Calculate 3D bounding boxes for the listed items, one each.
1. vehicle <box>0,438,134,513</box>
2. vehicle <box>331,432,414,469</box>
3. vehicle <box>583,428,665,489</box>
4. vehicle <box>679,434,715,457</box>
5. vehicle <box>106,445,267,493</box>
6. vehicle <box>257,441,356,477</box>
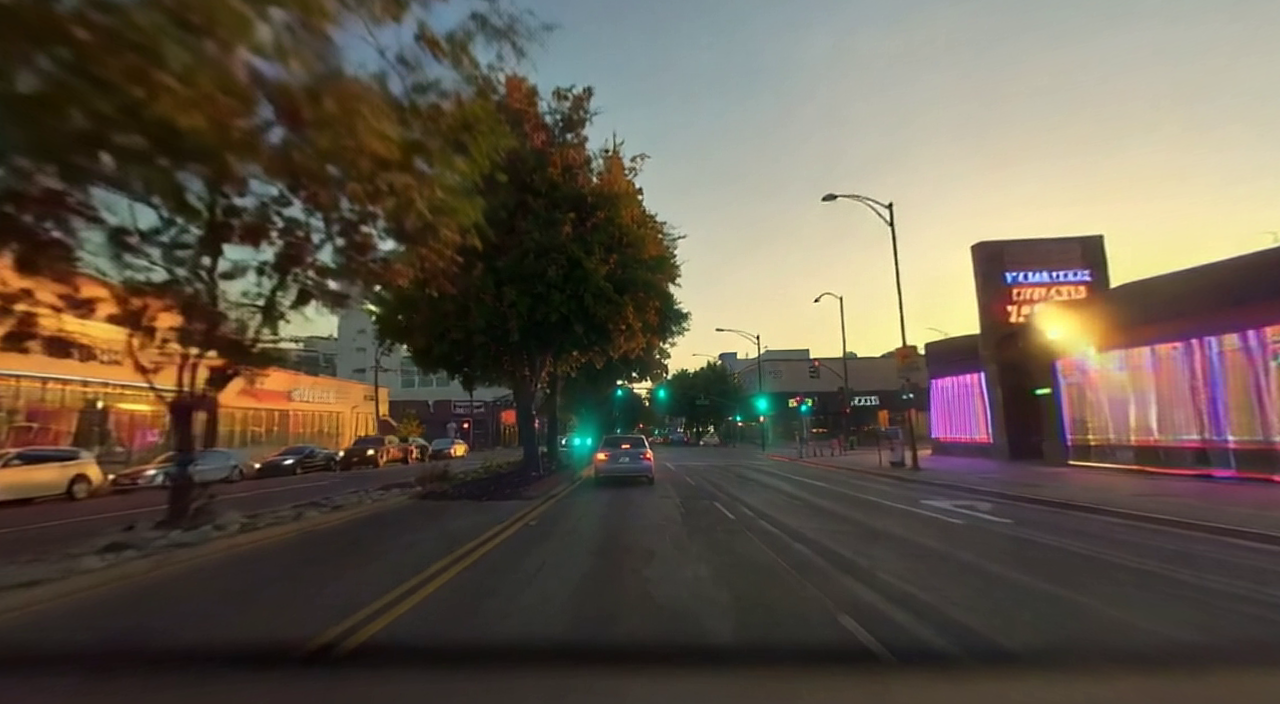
[{"bbox_3d":[-15.522,2.979,15.529,2.130,1.692,4.734,0,-8,2],"label":"vehicle"},{"bbox_3d":[-15.414,5.710,36.846,2.250,1.981,5.861,0,-8,0],"label":"vehicle"},{"bbox_3d":[-0.389,2.923,17.640,2.045,1.510,3.690,0,-8,0],"label":"vehicle"},{"bbox_3d":[3.736,6.259,42.281,2.122,1.454,4.271,0,-8,1],"label":"vehicle"},{"bbox_3d":[-15.668,4.024,22.267,1.931,1.455,5.023,0,-8,0],"label":"vehicle"},{"bbox_3d":[-15.594,4.997,29.847,2.131,1.560,4.563,0,-8,1],"label":"vehicle"}]
